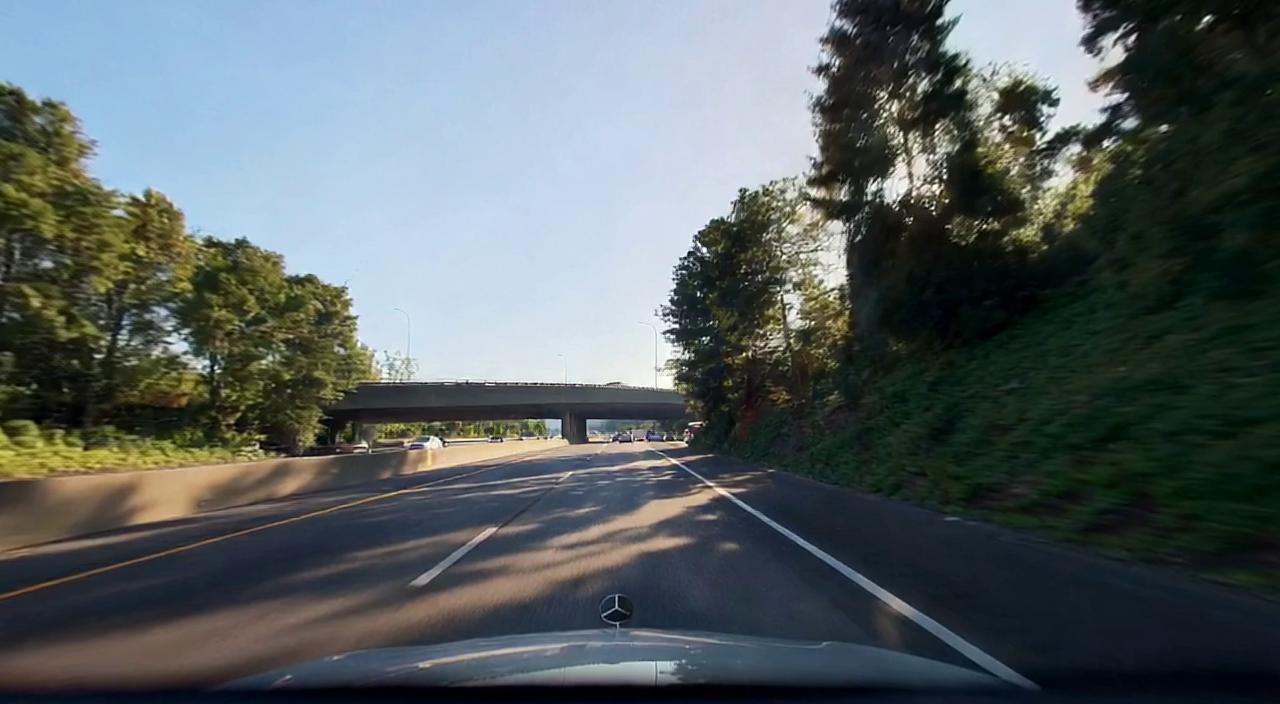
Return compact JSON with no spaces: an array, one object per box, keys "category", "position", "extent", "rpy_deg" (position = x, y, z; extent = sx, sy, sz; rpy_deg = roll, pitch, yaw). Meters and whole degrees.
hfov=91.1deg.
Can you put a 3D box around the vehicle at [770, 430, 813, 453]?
[{"category":"vehicle","position":[10.221,6.029,42.584],"extent":[1.880,1.460,3.770],"rpy_deg":[0,-8,-2]}]
